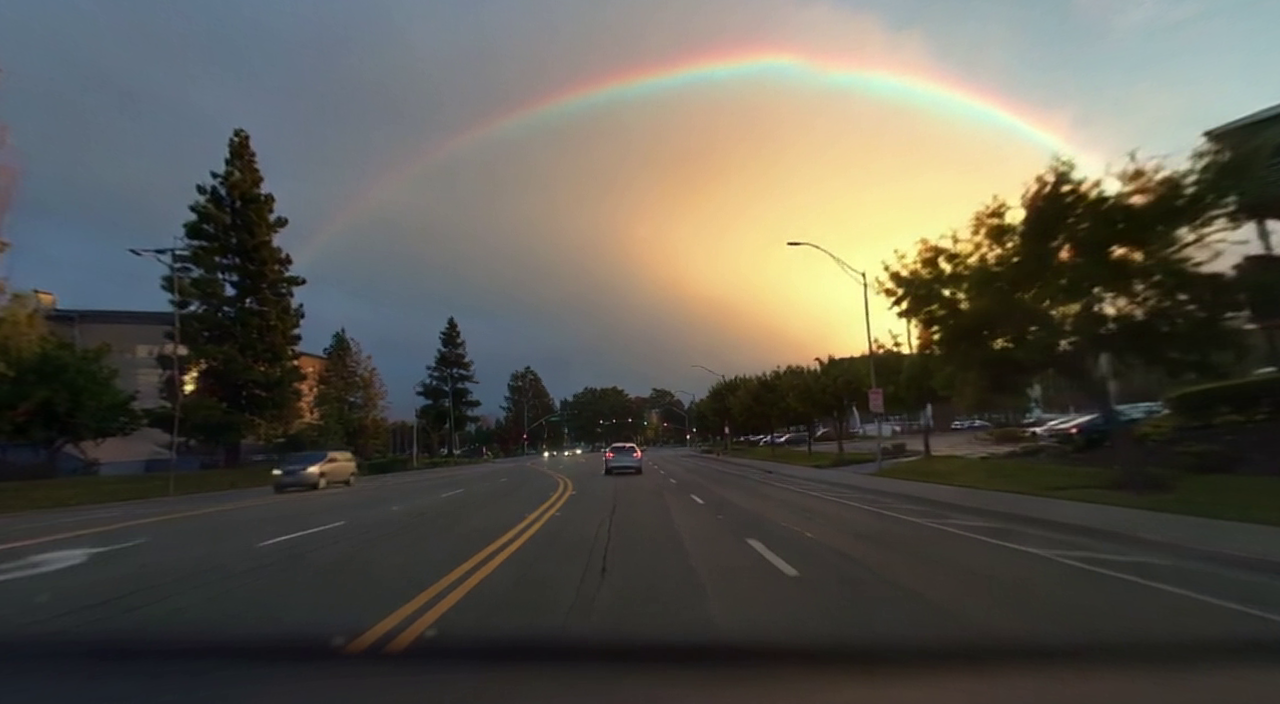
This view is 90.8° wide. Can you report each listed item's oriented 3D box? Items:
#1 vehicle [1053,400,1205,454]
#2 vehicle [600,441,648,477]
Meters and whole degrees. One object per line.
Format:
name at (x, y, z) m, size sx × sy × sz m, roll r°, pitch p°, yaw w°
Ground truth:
vehicle at (16.943, 2.603, 22.023) m, size 3.864 × 1.527 × 1.674 m, roll -4°, pitch -7°, yaw -3°
vehicle at (-0.793, 5.208, 30.926) m, size 2.181 × 1.639 × 4.127 m, roll 0°, pitch -9°, yaw -2°
